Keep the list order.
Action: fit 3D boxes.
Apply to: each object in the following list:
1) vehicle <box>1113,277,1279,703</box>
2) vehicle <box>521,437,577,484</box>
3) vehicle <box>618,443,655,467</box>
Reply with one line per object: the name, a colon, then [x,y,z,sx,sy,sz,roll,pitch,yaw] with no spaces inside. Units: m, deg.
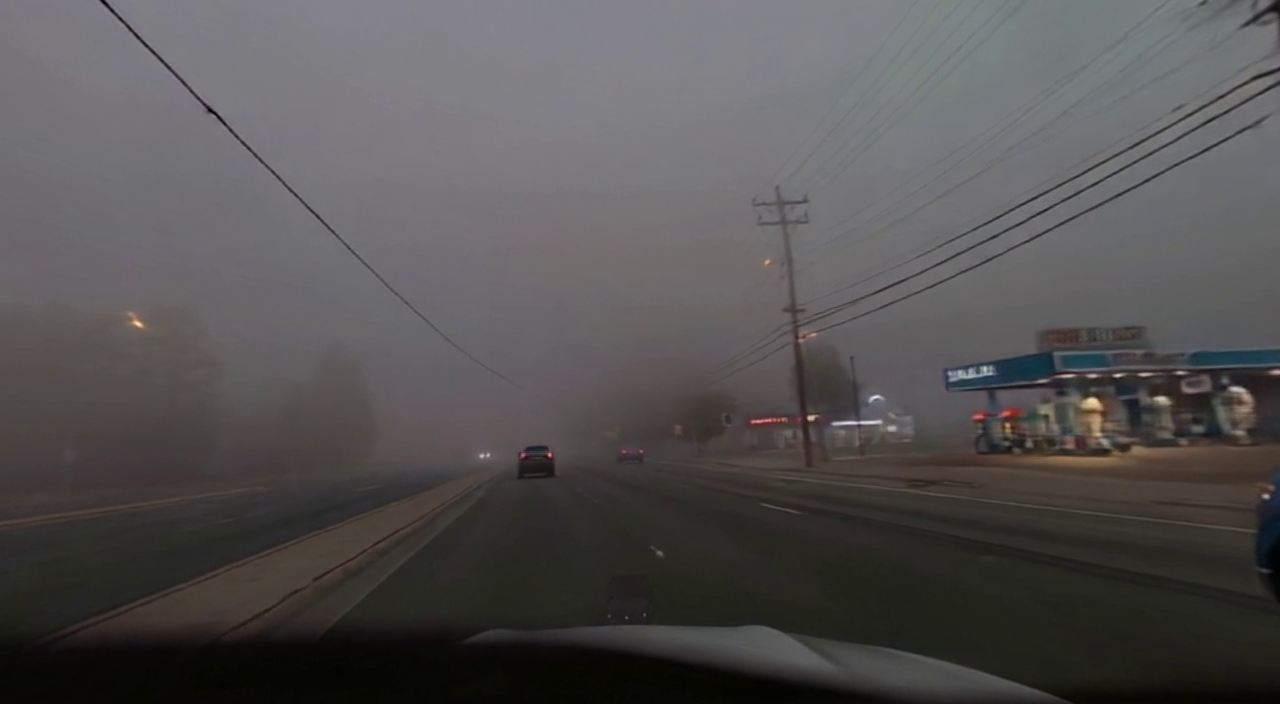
vehicle: [3.459,0.362,0.532,2.036,1.818,5.192,0,-8,0]
vehicle: [-4.126,4.720,27.823,2.141,1.842,4.889,1,-8,-11]
vehicle: [-0.315,6.911,42.455,1.760,1.481,4.161,1,-8,-11]
